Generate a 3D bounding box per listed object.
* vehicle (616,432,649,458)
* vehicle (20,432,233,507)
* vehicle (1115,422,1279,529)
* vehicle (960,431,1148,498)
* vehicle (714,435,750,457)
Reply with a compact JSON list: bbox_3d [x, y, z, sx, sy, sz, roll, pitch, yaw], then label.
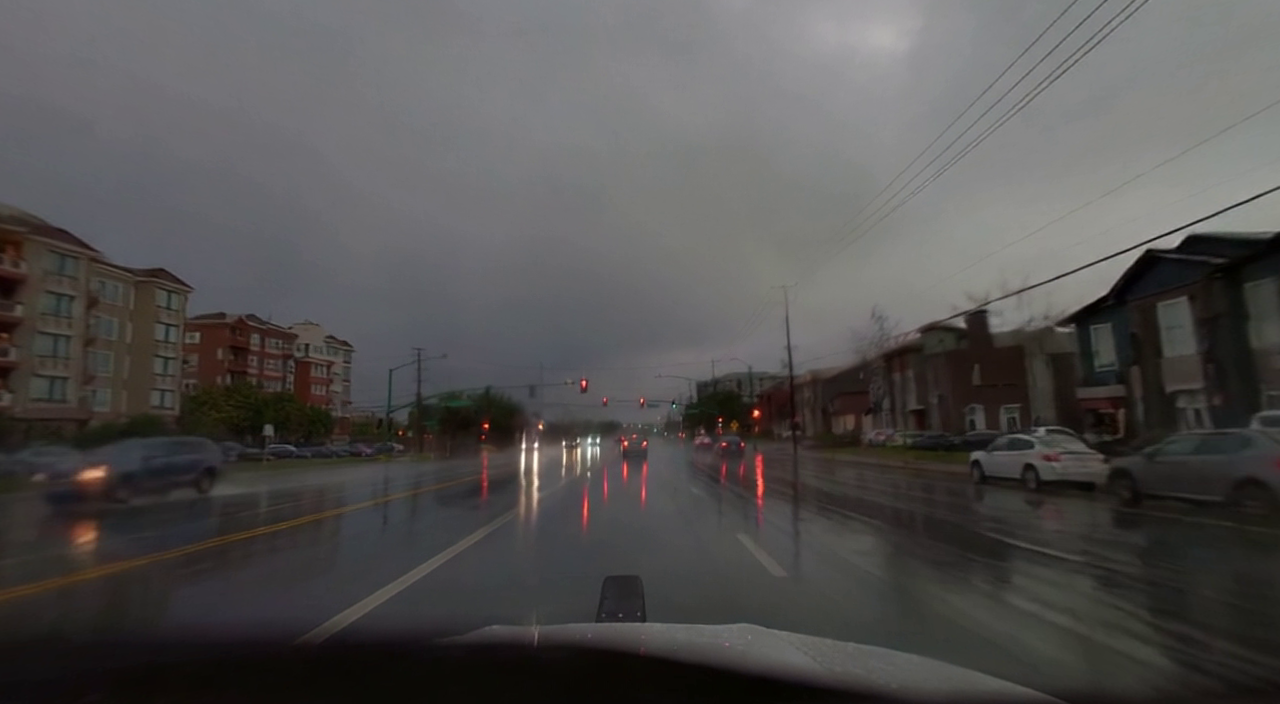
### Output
[{"bbox_3d":[-0.462,6.078,41.330,2.032,1.593,3.896,0,-8,0],"label":"vehicle"},{"bbox_3d":[-13.214,3.027,16.749,2.046,1.682,4.518,0,-8,-4],"label":"vehicle"},{"bbox_3d":[10.552,2.020,10.573,1.905,1.597,4.040,0,-8,-2],"label":"vehicle"},{"bbox_3d":[10.352,2.836,16.303,1.948,1.489,4.276,0,-8,0],"label":"vehicle"},{"bbox_3d":[6.324,6.539,43.982,1.768,1.417,4.213,0,-8,-2],"label":"vehicle"}]
